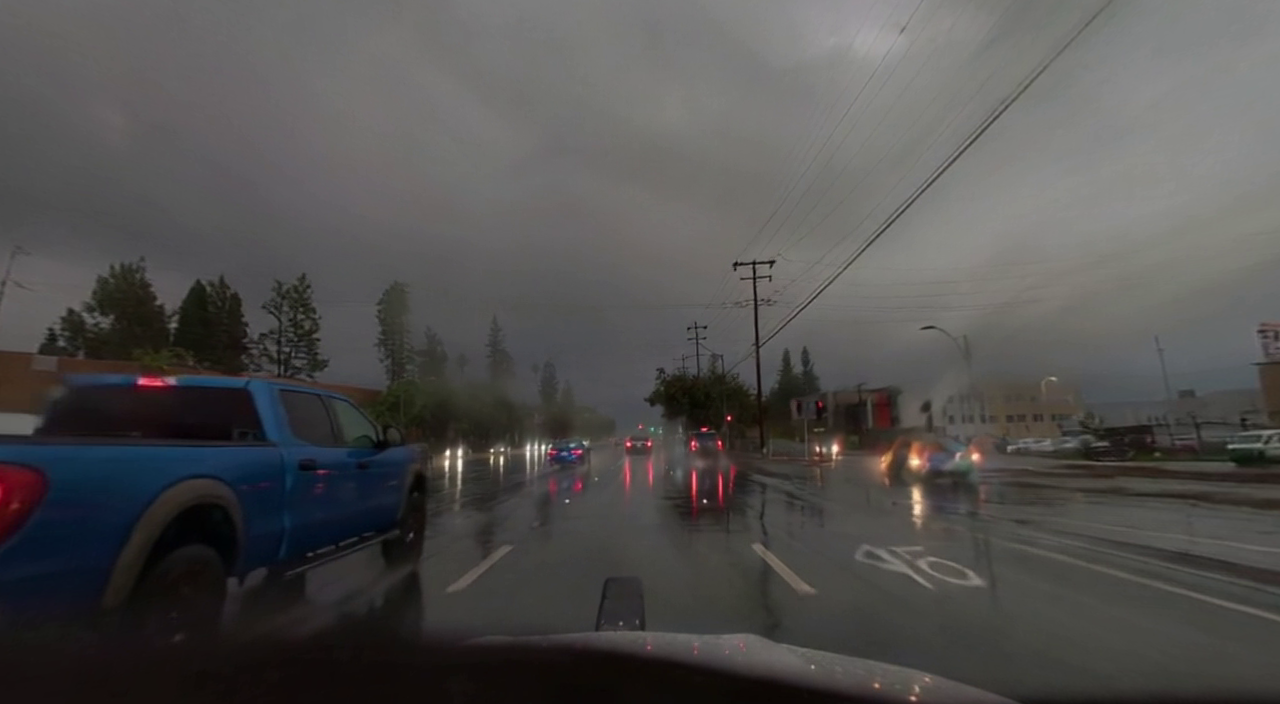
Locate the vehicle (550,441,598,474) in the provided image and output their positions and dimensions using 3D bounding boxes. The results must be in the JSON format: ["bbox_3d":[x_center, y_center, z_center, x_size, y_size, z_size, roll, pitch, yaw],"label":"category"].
[{"bbox_3d":[-3.169,5.171,31.209,1.939,1.494,4.499,0,-8,0],"label":"vehicle"}]

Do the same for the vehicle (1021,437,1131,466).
[{"bbox_3d":[23.357,5.384,34.101,1.973,1.436,4.626,2,-9,-15],"label":"vehicle"}]

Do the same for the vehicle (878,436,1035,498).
[{"bbox_3d":[9.369,3.407,19.192,2.010,1.633,4.246,1,-9,-11],"label":"vehicle"}]

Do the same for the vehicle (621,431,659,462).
[{"bbox_3d":[0.004,7.041,47.084,2.643,2.145,5.585,0,-8,0],"label":"vehicle"}]

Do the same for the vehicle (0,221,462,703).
[{"bbox_3d":[-3.620,1.009,5.371,2.402,2.194,6.051,0,-8,0],"label":"vehicle"}]

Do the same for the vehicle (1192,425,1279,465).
[{"bbox_3d":[27.867,4.138,28.022,2.012,1.701,4.524,5,-10,-32],"label":"vehicle"}]

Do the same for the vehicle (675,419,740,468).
[{"bbox_3d":[4.012,5.695,39.258,2.905,2.636,6.895,-2,-9,-2],"label":"vehicle"}]
